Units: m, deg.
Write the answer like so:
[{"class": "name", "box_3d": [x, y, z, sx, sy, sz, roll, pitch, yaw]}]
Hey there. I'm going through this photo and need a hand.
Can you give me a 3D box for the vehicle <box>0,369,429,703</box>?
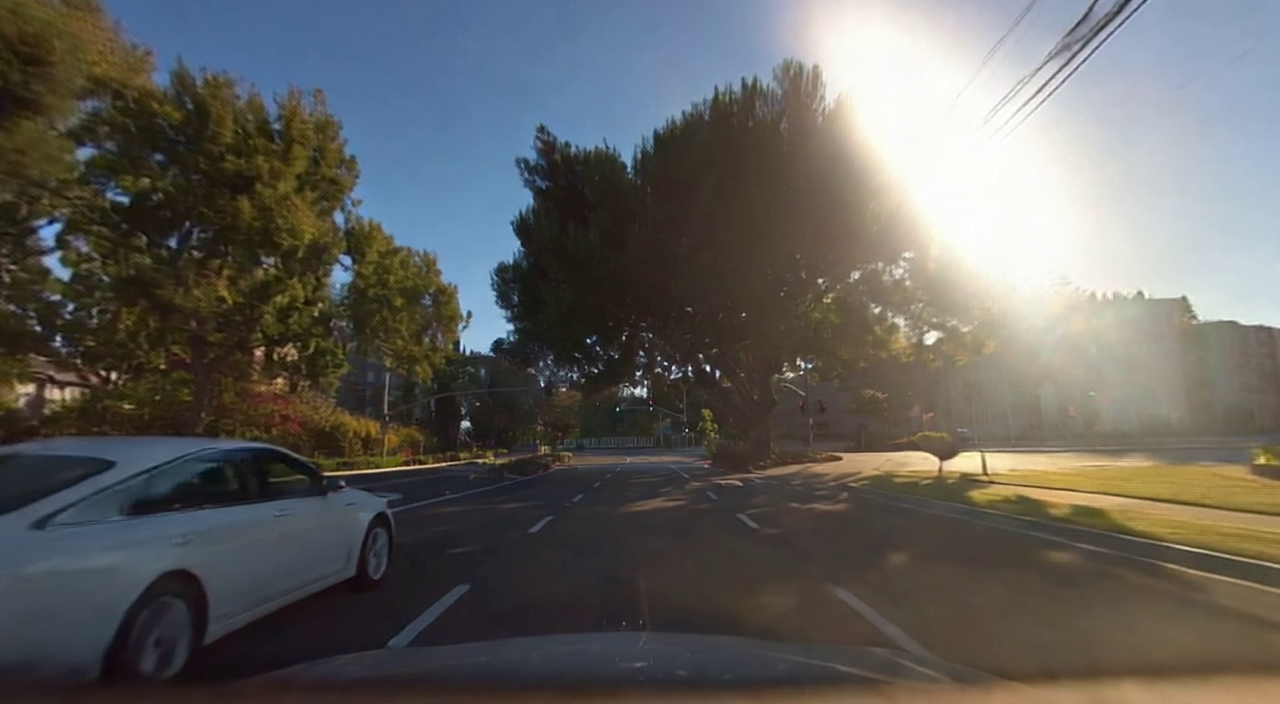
[{"class": "vehicle", "box_3d": [-3.266, 1.087, 3.796, 2.139, 1.564, 4.901, 0, -9, 2]}]
